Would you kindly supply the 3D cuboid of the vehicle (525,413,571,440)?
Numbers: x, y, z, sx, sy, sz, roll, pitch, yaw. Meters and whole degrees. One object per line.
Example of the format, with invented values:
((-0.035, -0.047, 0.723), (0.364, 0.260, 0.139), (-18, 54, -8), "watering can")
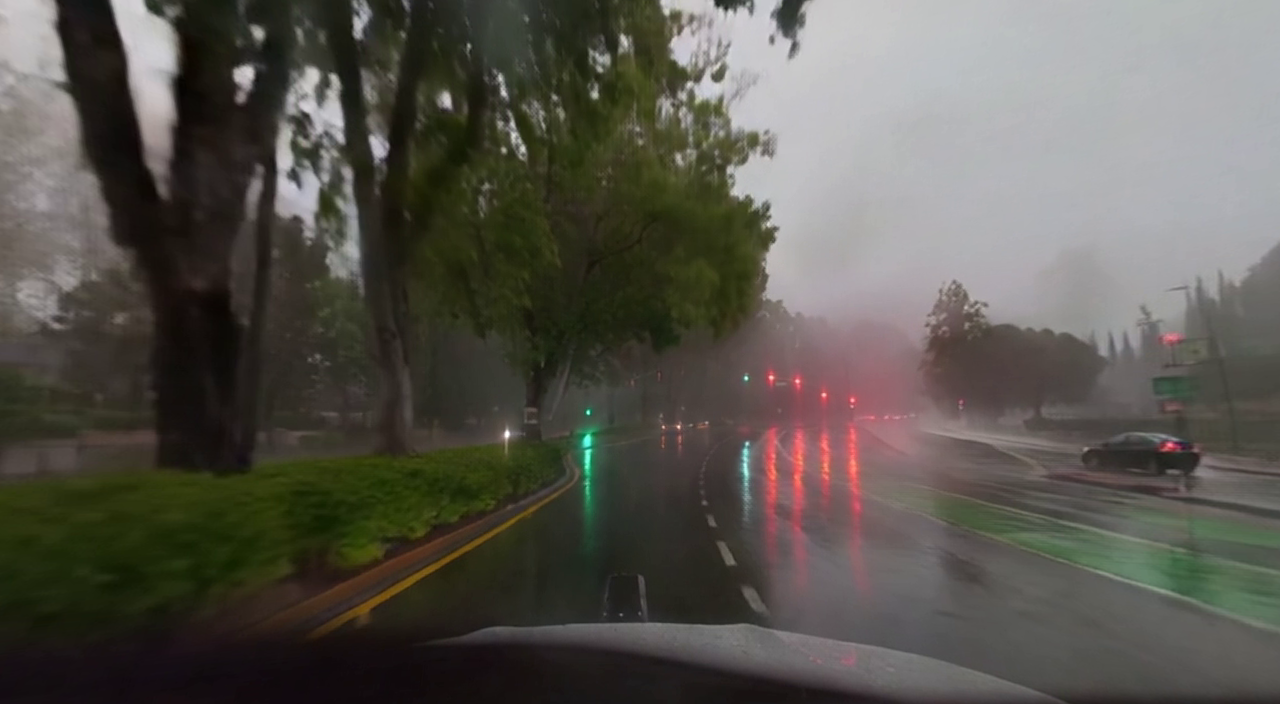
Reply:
((-6.828, 5.632, 47.483), (2.182, 1.843, 4.604), (-1, -9, 8), "vehicle")
